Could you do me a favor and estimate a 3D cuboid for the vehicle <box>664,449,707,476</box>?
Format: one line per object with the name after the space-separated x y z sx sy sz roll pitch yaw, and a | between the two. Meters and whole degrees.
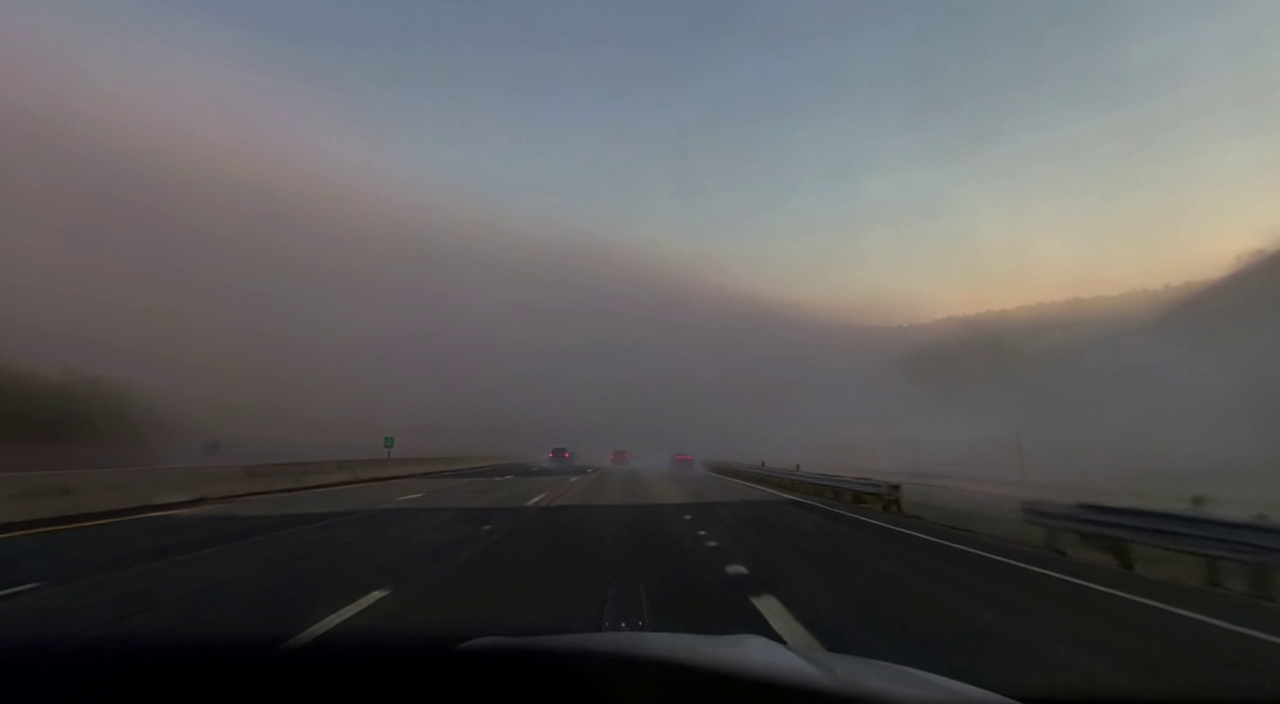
2.584 6.399 36.750 2.019 1.475 4.301 0 -9 -2 | vehicle

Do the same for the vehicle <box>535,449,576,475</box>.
-4.972 6.524 37.516 1.955 1.468 3.637 0 -9 0 | vehicle
